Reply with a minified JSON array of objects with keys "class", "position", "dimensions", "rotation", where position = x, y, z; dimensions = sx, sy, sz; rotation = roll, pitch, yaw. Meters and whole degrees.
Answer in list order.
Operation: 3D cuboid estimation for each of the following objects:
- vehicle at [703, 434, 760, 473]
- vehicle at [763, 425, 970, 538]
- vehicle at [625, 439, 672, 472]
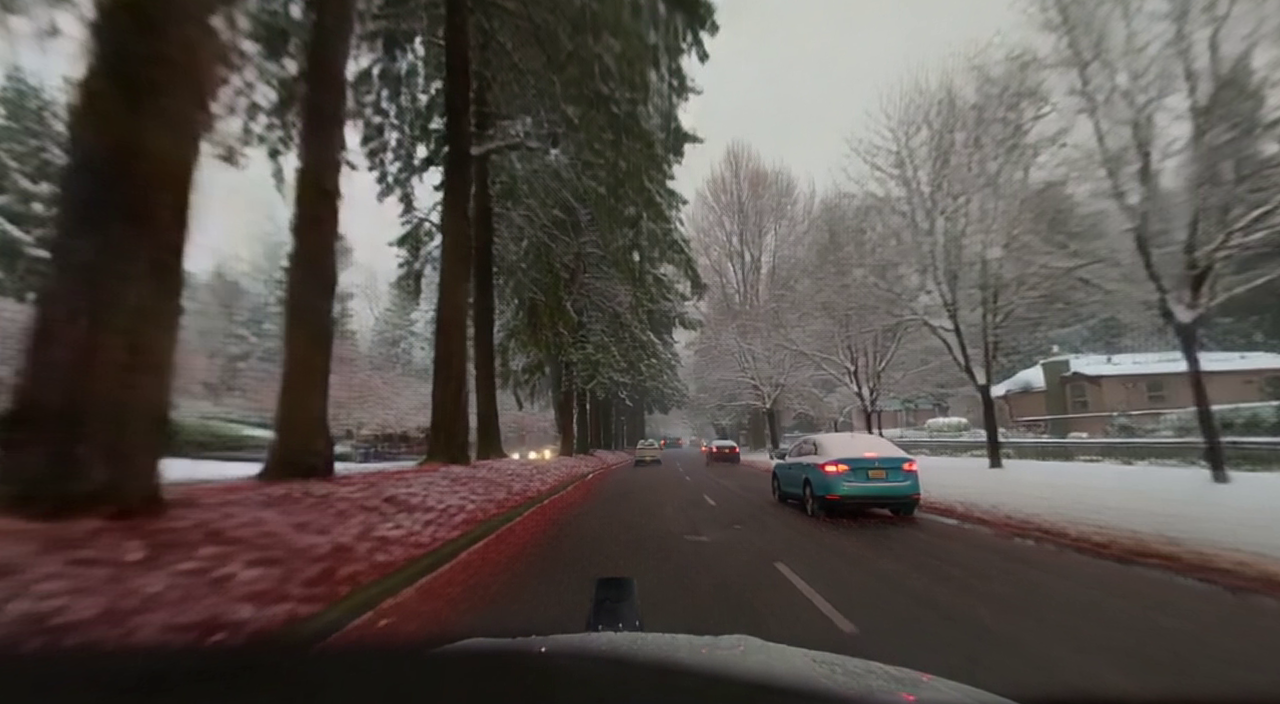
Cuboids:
[{"class":"vehicle","position":[4.195,4.745,29.636],"dimensions":[2.074,1.652,4.340],"rotation":[0,-9,1]},{"class":"vehicle","position":[3.499,2.083,10.749],"dimensions":[1.985,1.529,4.147],"rotation":[0,-9,0]},{"class":"vehicle","position":[0.470,4.906,30.184],"dimensions":[2.082,1.473,4.028],"rotation":[0,-8,3]}]
